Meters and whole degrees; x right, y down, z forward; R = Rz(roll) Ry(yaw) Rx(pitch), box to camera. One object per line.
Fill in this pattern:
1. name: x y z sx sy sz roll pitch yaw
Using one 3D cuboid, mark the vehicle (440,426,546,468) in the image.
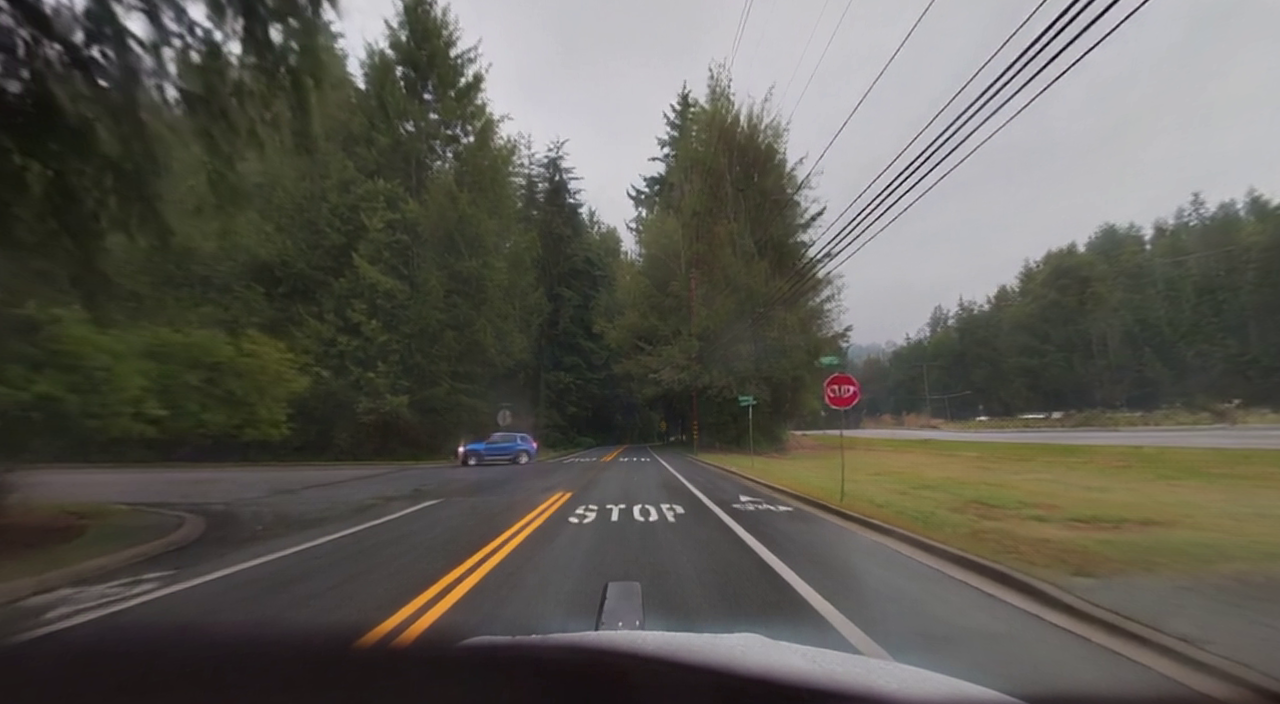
1. vehicle: -7.526 4.921 32.781 2.348 1.973 5.020 -6 -10 35
